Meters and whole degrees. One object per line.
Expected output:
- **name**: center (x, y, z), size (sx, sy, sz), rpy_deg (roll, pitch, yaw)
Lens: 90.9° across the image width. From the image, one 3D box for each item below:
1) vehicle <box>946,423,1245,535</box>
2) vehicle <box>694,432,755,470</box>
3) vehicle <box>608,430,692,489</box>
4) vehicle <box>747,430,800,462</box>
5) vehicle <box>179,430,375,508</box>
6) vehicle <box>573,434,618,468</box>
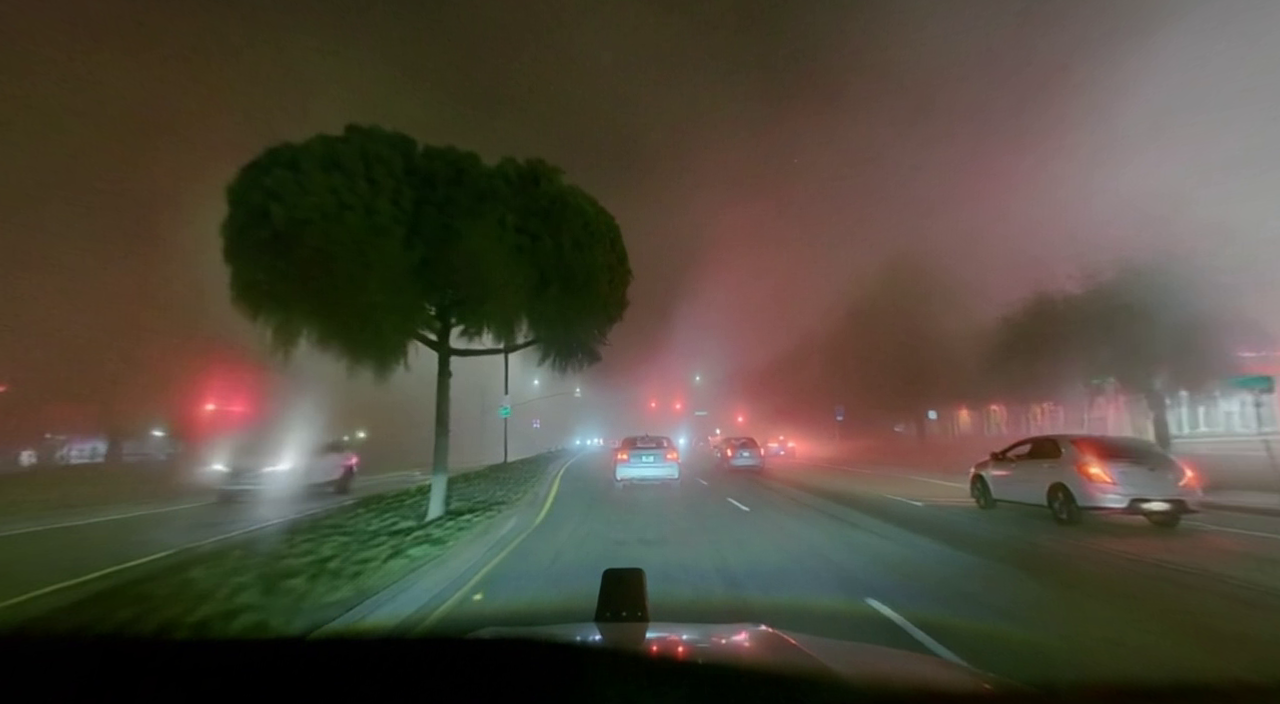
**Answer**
- **vehicle**: center (7.326, 2.064, 10.889), size (1.892, 1.515, 4.400), rpy_deg (0, -8, 0)
- **vehicle**: center (3.592, 4.304, 27.562), size (1.988, 1.528, 4.144), rpy_deg (0, -8, -1)
- **vehicle**: center (0.283, 3.006, 17.843), size (2.096, 1.473, 3.893), rpy_deg (0, -8, 1)
- **vehicle**: center (7.588, 5.399, 36.188), size (2.044, 1.701, 4.397), rpy_deg (0, -8, 0)
- **vehicle**: center (-8.468, 2.755, 15.317), size (2.044, 1.610, 4.463), rpy_deg (0, -8, 1)
- **vehicle**: center (-2.115, 4.623, 29.571), size (1.938, 1.472, 4.399), rpy_deg (1, -8, -4)
